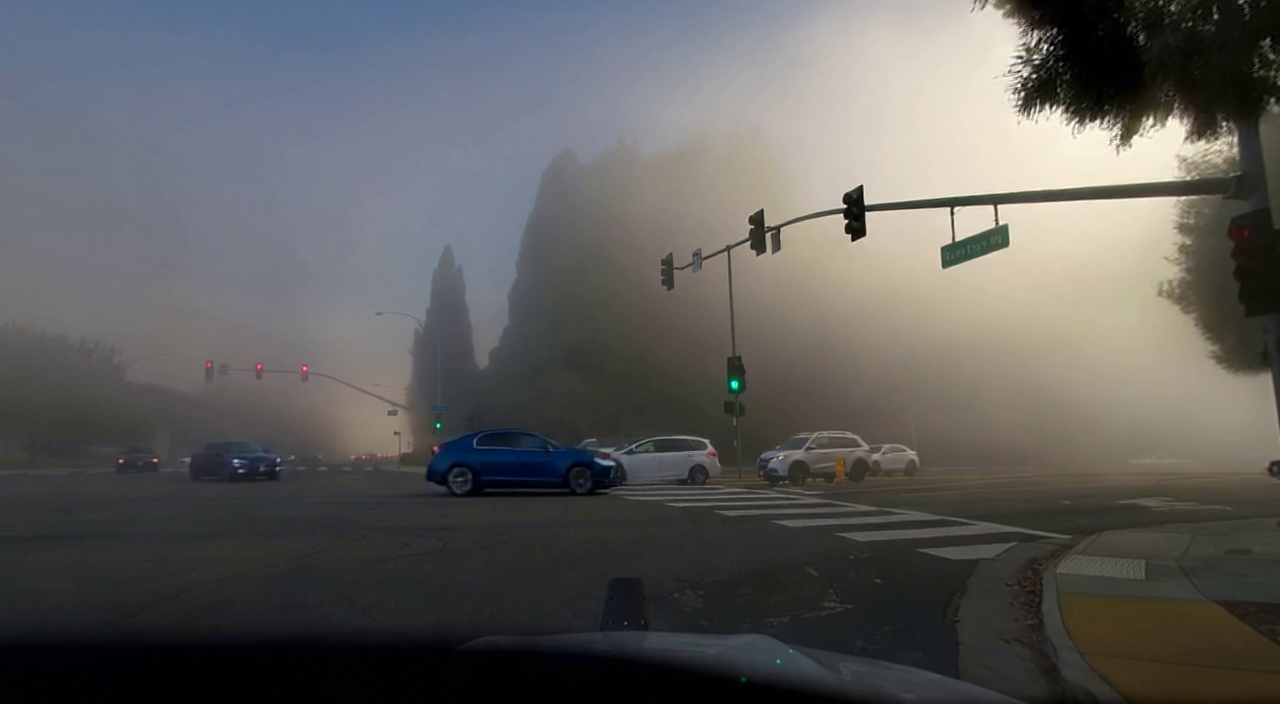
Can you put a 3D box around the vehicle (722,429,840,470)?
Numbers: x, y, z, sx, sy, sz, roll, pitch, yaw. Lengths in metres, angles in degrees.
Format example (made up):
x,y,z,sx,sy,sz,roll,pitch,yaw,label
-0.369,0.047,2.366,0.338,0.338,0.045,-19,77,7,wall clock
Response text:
x,y,z,sx,sy,sz,roll,pitch,yaw,label
7.303,5.056,32.538,5.791,1.964,2.199,5,-10,-26,vehicle

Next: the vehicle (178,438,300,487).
x,y,z,sx,sy,sz,roll,pitch,yaw,label
-13.966,3.767,21.852,4.826,1.484,2.000,-7,-11,38,vehicle

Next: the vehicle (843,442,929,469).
x,y,z,sx,sy,sz,roll,pitch,yaw,label
13.832,5.792,35.421,4.457,1.429,1.862,4,-9,-26,vehicle

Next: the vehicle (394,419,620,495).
x,y,z,sx,sy,sz,roll,pitch,yaw,label
-3.398,2.764,16.826,5.332,1.807,2.450,-2,-9,9,vehicle

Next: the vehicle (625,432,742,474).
x,y,z,sx,sy,sz,roll,pitch,yaw,label
1.814,4.158,26.156,4.483,1.589,1.852,4,-9,-26,vehicle

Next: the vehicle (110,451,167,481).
x,y,z,sx,sy,sz,roll,pitch,yaw,label
-27.331,6.123,34.286,1.953,1.462,4.589,7,-11,-42,vehicle
